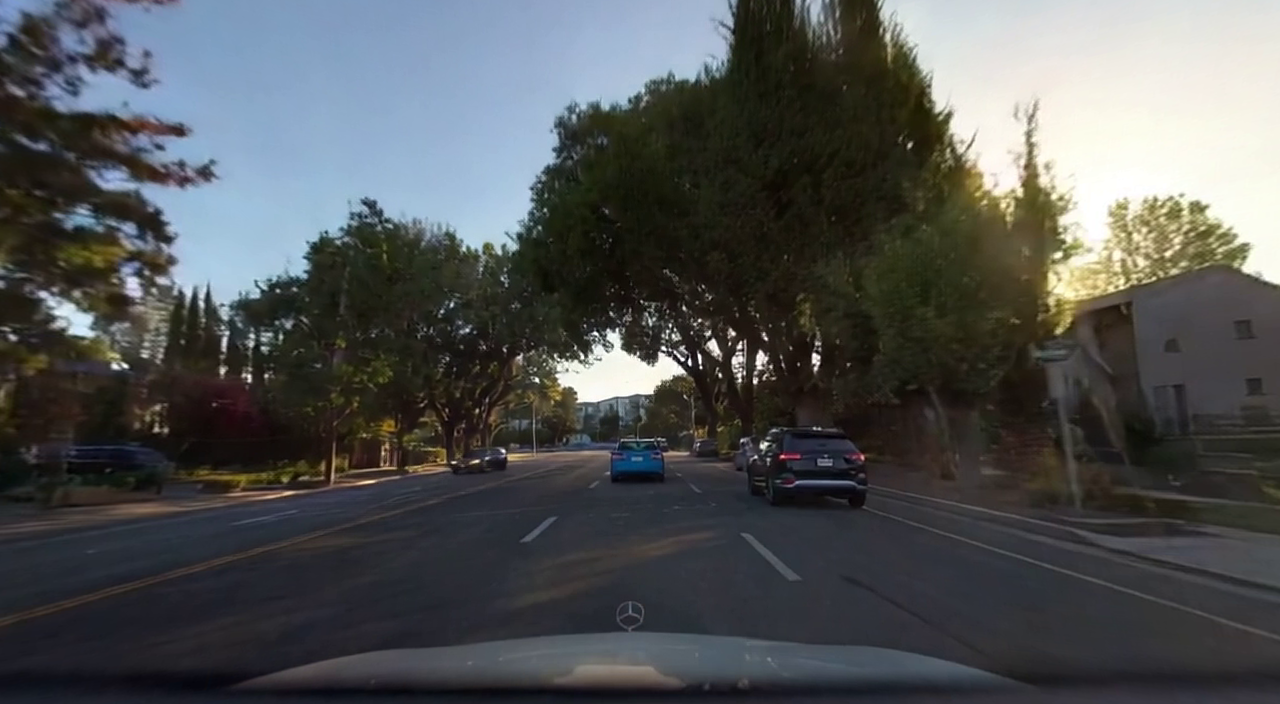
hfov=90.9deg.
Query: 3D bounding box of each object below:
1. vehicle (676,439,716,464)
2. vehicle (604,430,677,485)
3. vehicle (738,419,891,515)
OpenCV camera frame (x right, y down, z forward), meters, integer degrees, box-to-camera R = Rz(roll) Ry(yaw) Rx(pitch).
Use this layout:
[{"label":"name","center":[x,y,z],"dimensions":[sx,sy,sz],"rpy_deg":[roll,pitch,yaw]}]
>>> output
[{"label":"vehicle","center":[3.409,6.224,39.406],"dimensions":[2.099,1.463,4.130],"rpy_deg":[0,-8,0]},{"label":"vehicle","center":[0.026,3.520,21.271],"dimensions":[2.200,1.653,4.127],"rpy_deg":[0,-8,1]},{"label":"vehicle","center":[3.486,2.409,13.649],"dimensions":[2.024,1.711,4.512],"rpy_deg":[0,-8,0]}]
